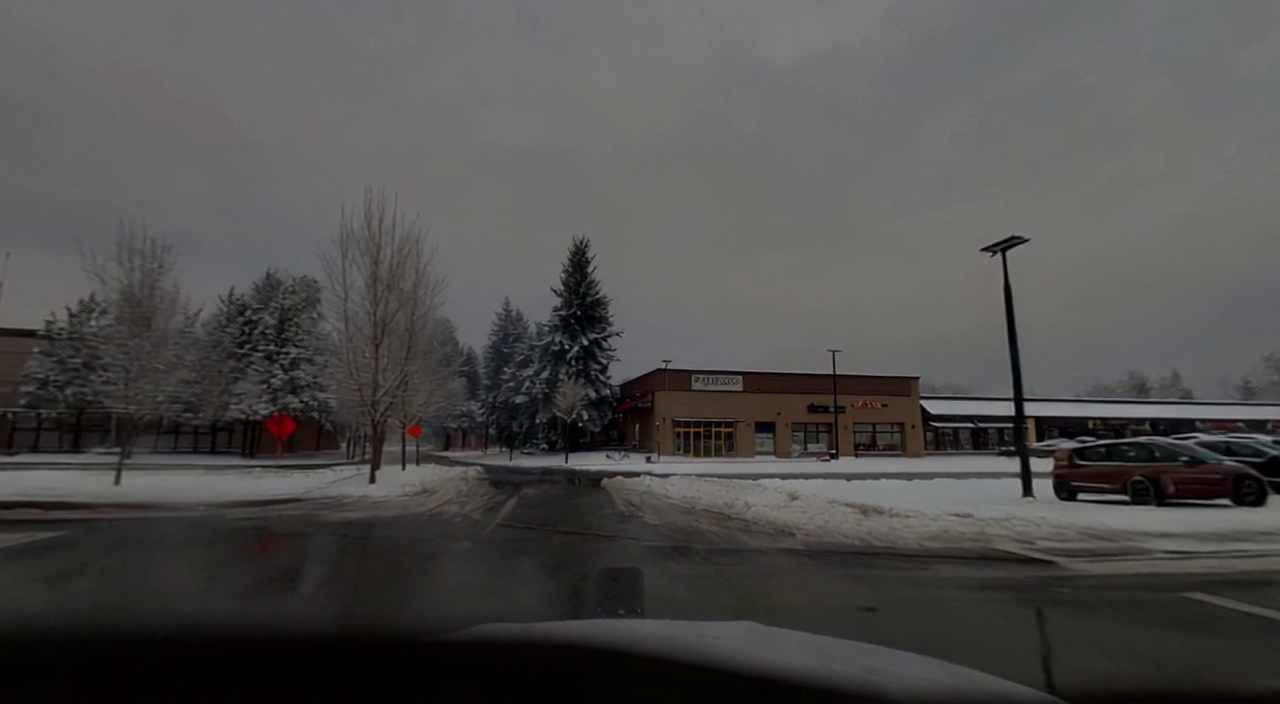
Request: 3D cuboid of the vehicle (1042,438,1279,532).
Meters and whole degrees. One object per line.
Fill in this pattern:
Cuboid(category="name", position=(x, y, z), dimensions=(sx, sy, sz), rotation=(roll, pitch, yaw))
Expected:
Cuboid(category="vehicle", position=(11.032, 2.517, 12.670), dimensions=(2.140, 1.507, 4.856), rotation=(1, -9, -11))
